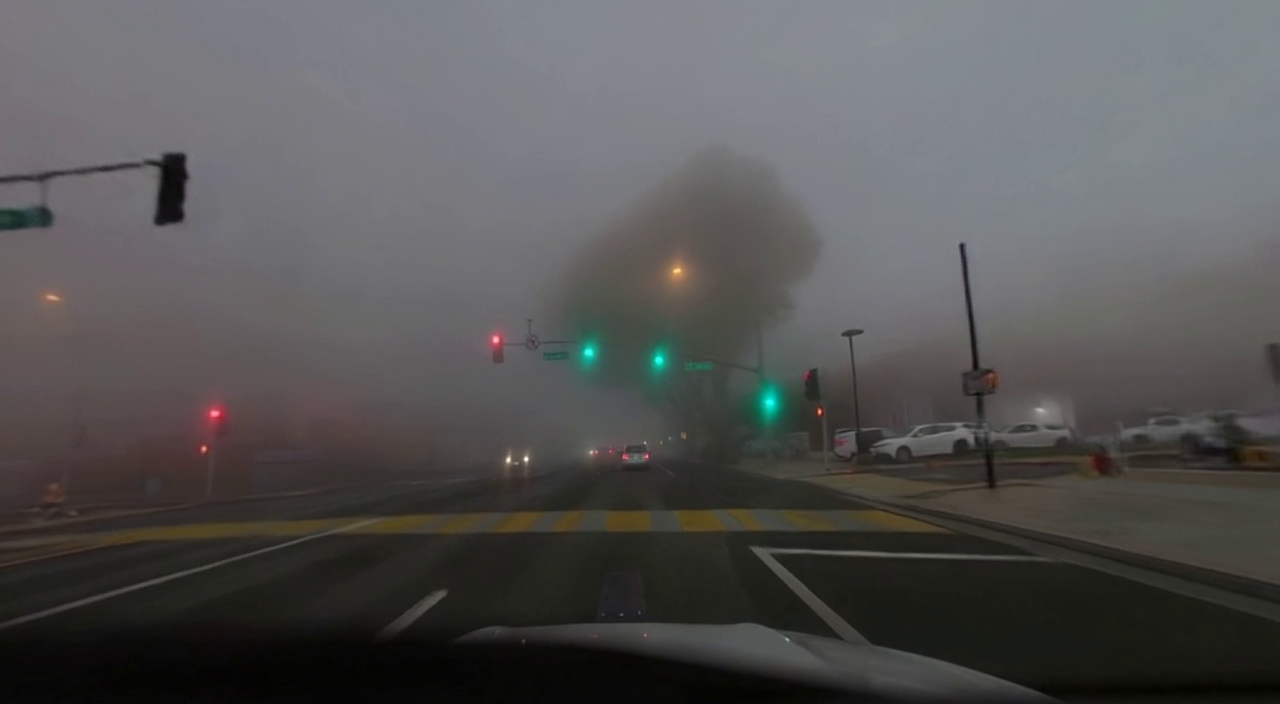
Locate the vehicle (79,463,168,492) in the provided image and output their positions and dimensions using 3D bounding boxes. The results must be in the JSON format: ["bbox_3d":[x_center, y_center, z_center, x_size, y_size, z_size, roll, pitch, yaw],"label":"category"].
[{"bbox_3d":[-39.933,9.676,49.043,2.004,1.945,5.069,-2,-9,11],"label":"vehicle"}]

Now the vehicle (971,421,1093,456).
[{"bbox_3d":[18.728,4.156,30.350,4.586,1.623,1.861,0,-8,-1],"label":"vehicle"}]

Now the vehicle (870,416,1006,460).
[{"bbox_3d":[12.926,3.777,27.653,4.852,1.805,2.155,0,-9,-2],"label":"vehicle"}]

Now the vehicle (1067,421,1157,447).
[{"bbox_3d":[30.716,5.392,41.179,4.257,1.626,2.034,0,-9,-3],"label":"vehicle"}]

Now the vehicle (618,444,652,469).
[{"bbox_3d":[-0.345,6.512,39.381,1.977,1.451,4.032,0,-9,-1],"label":"vehicle"}]
